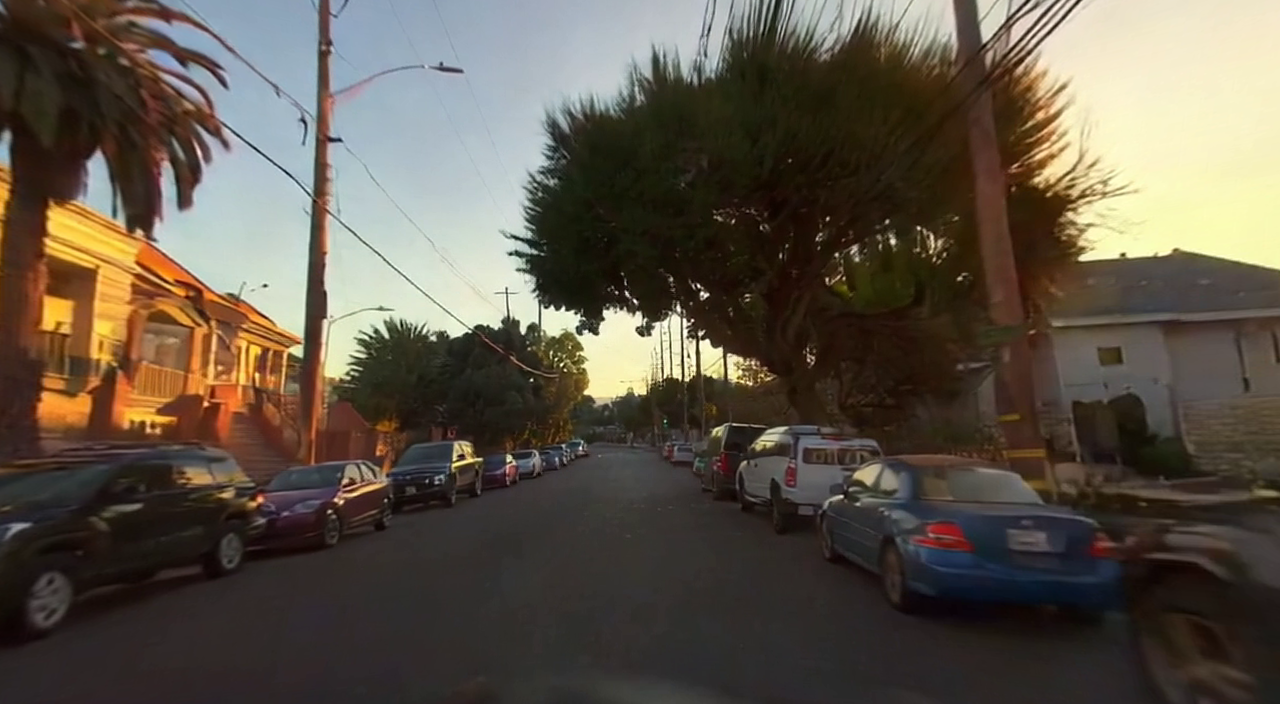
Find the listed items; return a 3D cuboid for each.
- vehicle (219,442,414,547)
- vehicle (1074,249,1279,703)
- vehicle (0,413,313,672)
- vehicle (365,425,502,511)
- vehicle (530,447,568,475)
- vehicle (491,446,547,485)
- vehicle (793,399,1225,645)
[{"bbox_3d":[-6.444,2.811,13.214,1.909,1.806,4.275,0,-8,-2],"label":"vehicle"},{"bbox_3d":[3.083,0.439,0.400,2.182,1.964,4.796,0,-8,1],"label":"vehicle"},{"bbox_3d":[-6.120,1.787,7.116,2.349,1.952,4.848,0,-8,-2],"label":"vehicle"},{"bbox_3d":[-6.137,3.526,19.729,2.281,2.248,5.873,0,-8,0],"label":"vehicle"},{"bbox_3d":[-6.450,7.742,45.206,2.112,1.847,5.089,0,-8,-1],"label":"vehicle"},{"bbox_3d":[-6.475,6.072,34.176,2.131,1.777,4.783,-3,-8,-1],"label":"vehicle"},{"bbox_3d":[3.026,1.450,6.357,1.880,1.675,3.928,0,-8,-1],"label":"vehicle"}]
